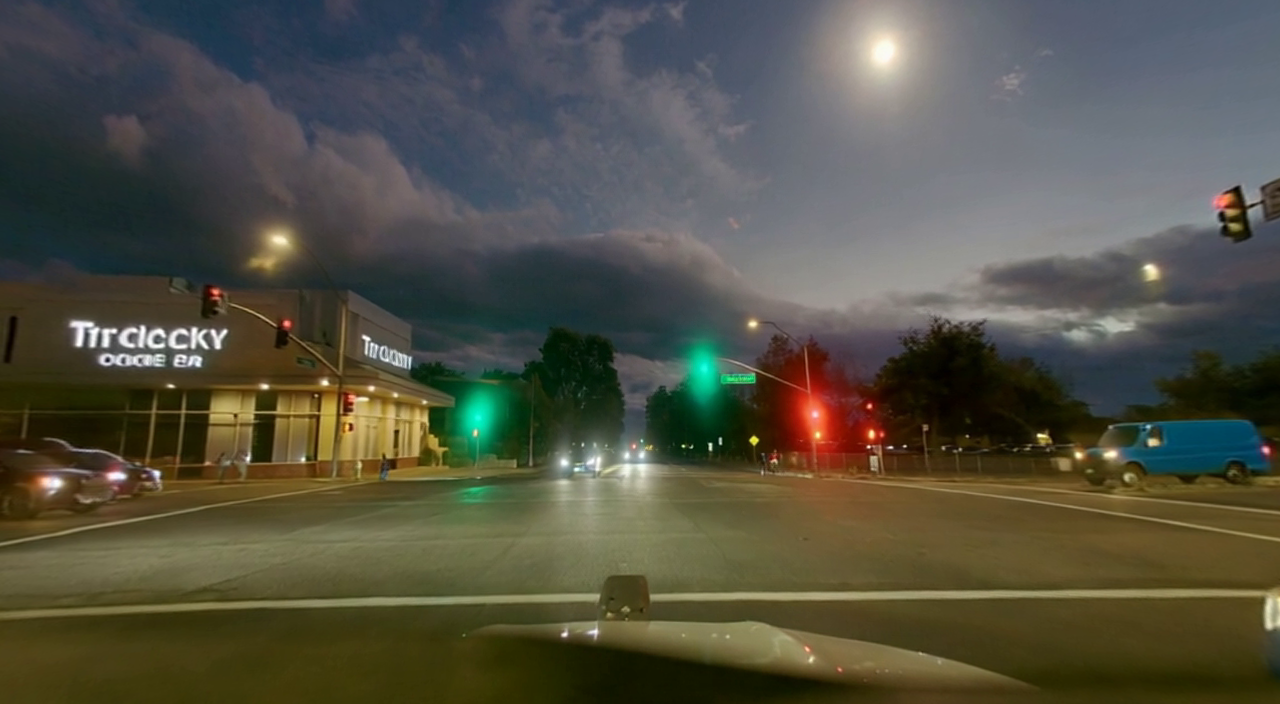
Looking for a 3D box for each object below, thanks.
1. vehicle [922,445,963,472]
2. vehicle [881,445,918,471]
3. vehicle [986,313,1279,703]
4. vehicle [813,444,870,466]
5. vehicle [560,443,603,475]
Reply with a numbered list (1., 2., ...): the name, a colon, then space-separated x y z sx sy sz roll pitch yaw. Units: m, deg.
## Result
1. vehicle: 18.281 6.406 38.269 1.791 1.520 3.649 -3 -9 19
2. vehicle: 15.878 6.472 38.735 1.875 1.543 3.853 -3 -9 20
3. vehicle: 2.872 0.625 0.934 2.048 1.725 4.754 0 -8 1
4. vehicle: 15.087 7.714 47.442 1.924 1.579 4.084 3 -9 -19
5. vehicle: -3.163 5.875 34.846 1.961 1.658 4.064 0 -8 0
